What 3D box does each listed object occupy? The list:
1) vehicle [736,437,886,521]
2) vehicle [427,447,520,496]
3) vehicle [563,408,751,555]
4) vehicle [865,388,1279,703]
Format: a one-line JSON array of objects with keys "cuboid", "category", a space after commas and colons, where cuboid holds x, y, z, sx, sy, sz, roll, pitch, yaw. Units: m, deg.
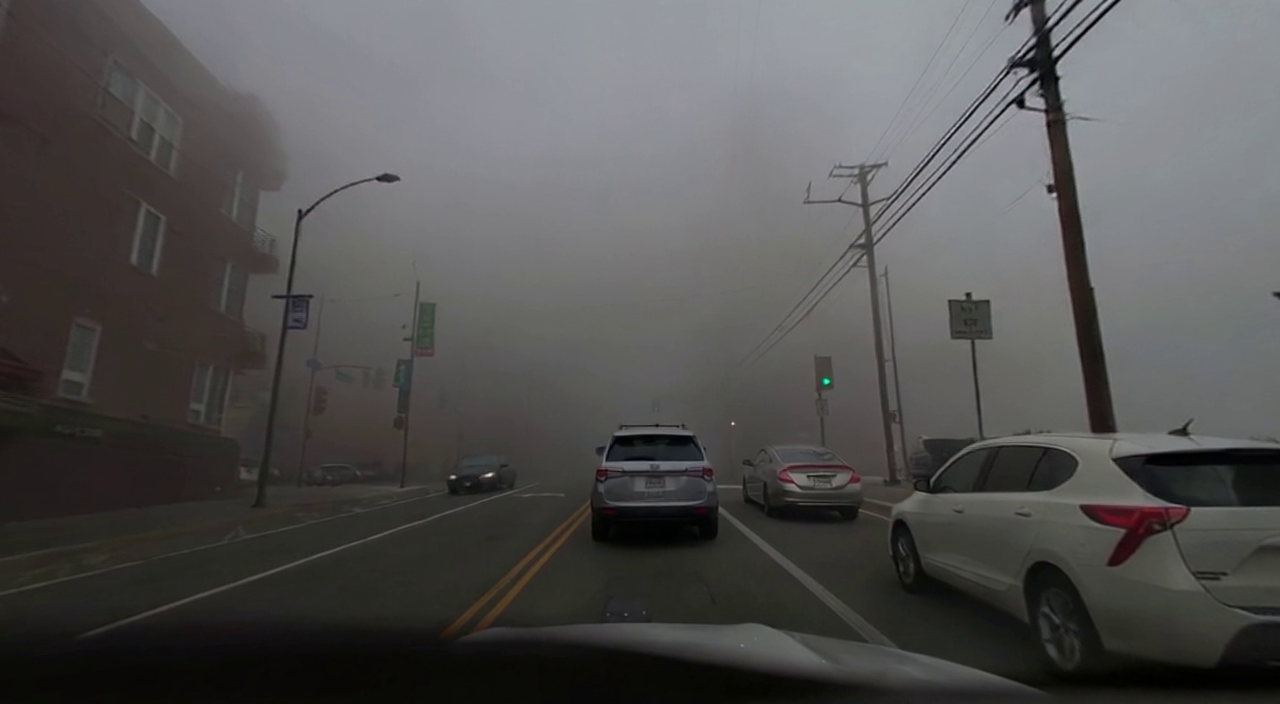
[{"cuboid": [3.327, 2.556, 13.226, 1.970, 1.452, 4.227, 0, -9, 0], "category": "vehicle"}, {"cuboid": [-5.743, 4.160, 22.331, 2.014, 1.538, 4.275, -1, -9, 2], "category": "vehicle"}, {"cuboid": [0.178, 1.848, 9.629, 2.232, 1.736, 4.036, 0, -9, -1], "category": "vehicle"}, {"cuboid": [3.329, 1.229, 4.560, 1.906, 1.578, 4.020, 0, -9, 0], "category": "vehicle"}]
